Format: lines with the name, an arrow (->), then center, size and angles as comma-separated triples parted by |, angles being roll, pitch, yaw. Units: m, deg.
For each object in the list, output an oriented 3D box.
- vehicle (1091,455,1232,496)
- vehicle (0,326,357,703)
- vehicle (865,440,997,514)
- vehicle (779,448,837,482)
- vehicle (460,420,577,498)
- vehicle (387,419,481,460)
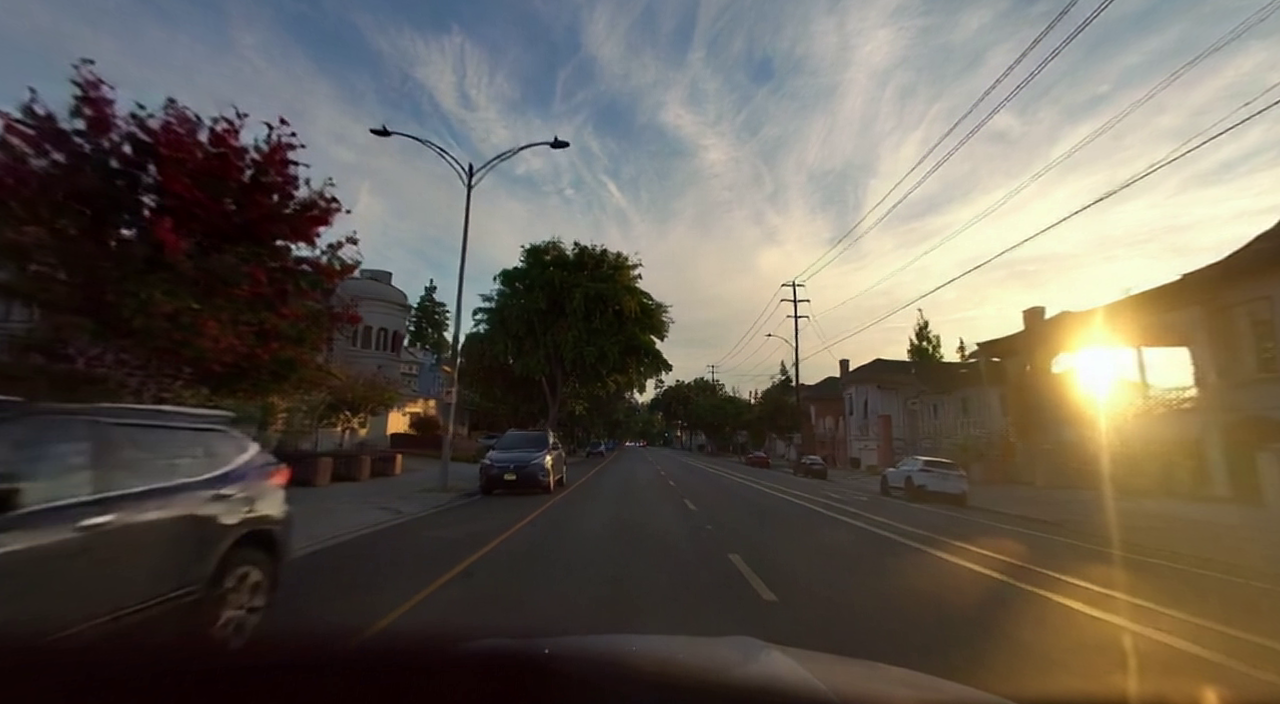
vehicle -> 22.272, 5.268, 27.135 | 4.172, 1.630, 2.112 | 0, -9, -2
vehicle -> -3.439, 0.847, 2.758 | 2.127, 1.737, 4.961 | 0, -8, 0
vehicle -> 9.598, 4.100, 21.371 | 2.156, 1.882, 4.790 | 8, -8, 1
vehicle -> 9.644, 6.468, 36.544 | 1.977, 1.495, 4.800 | 8, -8, 2
vehicle -> -3.304, 3.065, 18.561 | 2.290, 1.924, 5.536 | 0, -8, 0
vehicle -> -11.276, 4.796, 34.712 | 4.314, 1.790, 2.035 | 3, -8, 14
